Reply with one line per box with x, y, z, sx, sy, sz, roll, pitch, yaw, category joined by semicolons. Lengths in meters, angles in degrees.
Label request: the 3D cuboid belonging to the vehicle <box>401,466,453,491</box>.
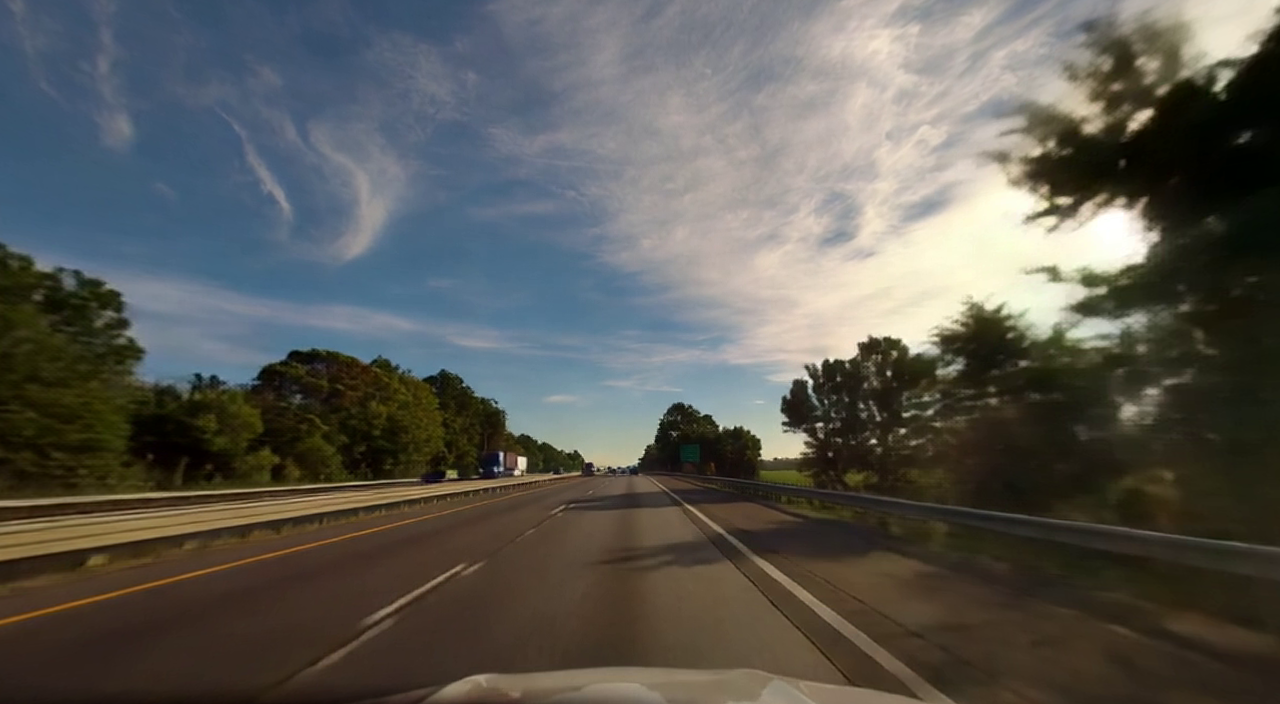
-12.469;7.409;37.114;1.800;1.381;3.703;1;-10;-1;vehicle
